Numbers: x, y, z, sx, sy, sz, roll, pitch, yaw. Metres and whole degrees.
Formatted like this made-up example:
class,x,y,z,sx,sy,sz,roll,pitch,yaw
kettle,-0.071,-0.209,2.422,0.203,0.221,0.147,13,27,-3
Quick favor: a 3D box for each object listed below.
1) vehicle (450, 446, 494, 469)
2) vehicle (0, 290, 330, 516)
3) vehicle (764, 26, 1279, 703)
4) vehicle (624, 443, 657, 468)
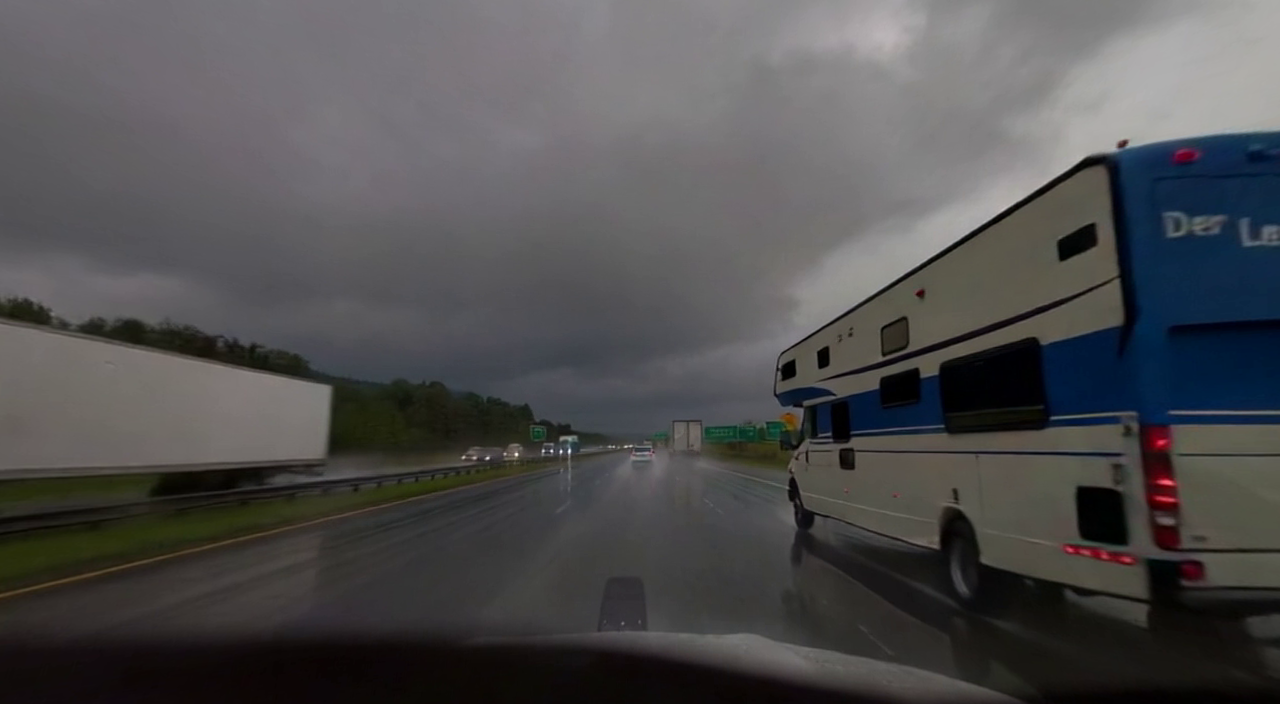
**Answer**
class,x,y,z,sx,sy,sz,roll,pitch,yaw
vehicle,-11.877,7.512,44.851,2.069,1.525,3.937,0,-9,0
vehicle,-12.650,1.261,13.415,3.039,3.901,17.384,0,-9,1
vehicle,3.892,0.669,7.457,2.931,3.530,8.760,0,-9,-1
vehicle,0.058,7.079,43.193,2.151,1.678,3.923,0,-9,0
